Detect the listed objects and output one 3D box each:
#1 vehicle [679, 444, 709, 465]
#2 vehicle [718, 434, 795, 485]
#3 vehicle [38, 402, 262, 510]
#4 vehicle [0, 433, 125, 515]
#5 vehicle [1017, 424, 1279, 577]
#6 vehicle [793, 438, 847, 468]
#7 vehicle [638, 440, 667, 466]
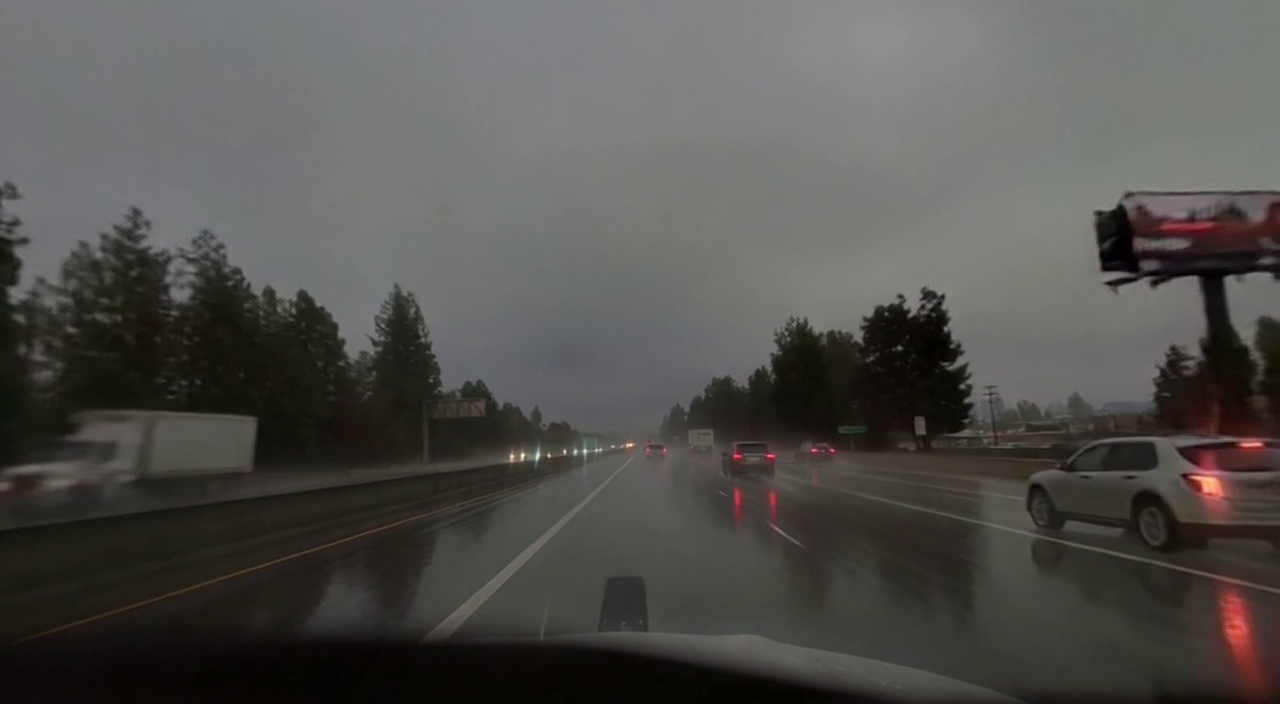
[{"bbox_3d":[4.227,8.061,49.647,1.902,1.532,4.181,0,-8,-1],"label":"vehicle"},{"bbox_3d":[4.529,4.233,25.220,2.075,1.845,4.667,0,-8,-1],"label":"vehicle"},{"bbox_3d":[-20.930,4.497,27.961,2.949,3.979,8.564,0,-8,0],"label":"vehicle"},{"bbox_3d":[-20.994,4.266,22.502,2.555,2.672,2.949,-1,-8,1],"label":"vehicle"},{"bbox_3d":[7.460,1.837,8.723,1.807,1.558,4.352,0,-8,0],"label":"vehicle"},{"bbox_3d":[11.361,6.409,40.192,2.028,1.801,4.503,0,-8,-1],"label":"vehicle"},{"bbox_3d":[0.899,7.643,47.815,2.145,1.832,4.004,0,-8,0],"label":"vehicle"}]
